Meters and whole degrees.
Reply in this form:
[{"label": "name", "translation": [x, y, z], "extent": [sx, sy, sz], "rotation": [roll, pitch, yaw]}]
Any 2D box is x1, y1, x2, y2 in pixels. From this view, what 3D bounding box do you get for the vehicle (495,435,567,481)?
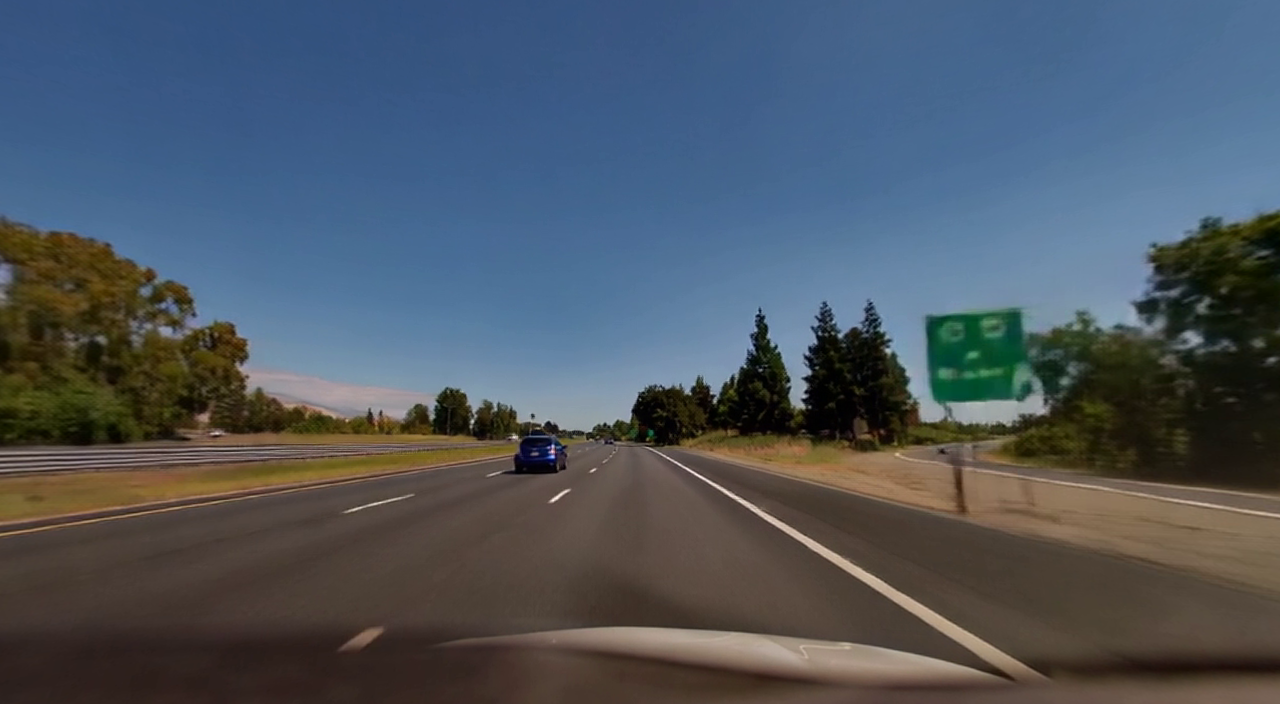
[{"label": "vehicle", "translation": [-4.020, 3.936, 23.804], "extent": [2.008, 1.567, 3.959], "rotation": [0, -8, 0]}]
